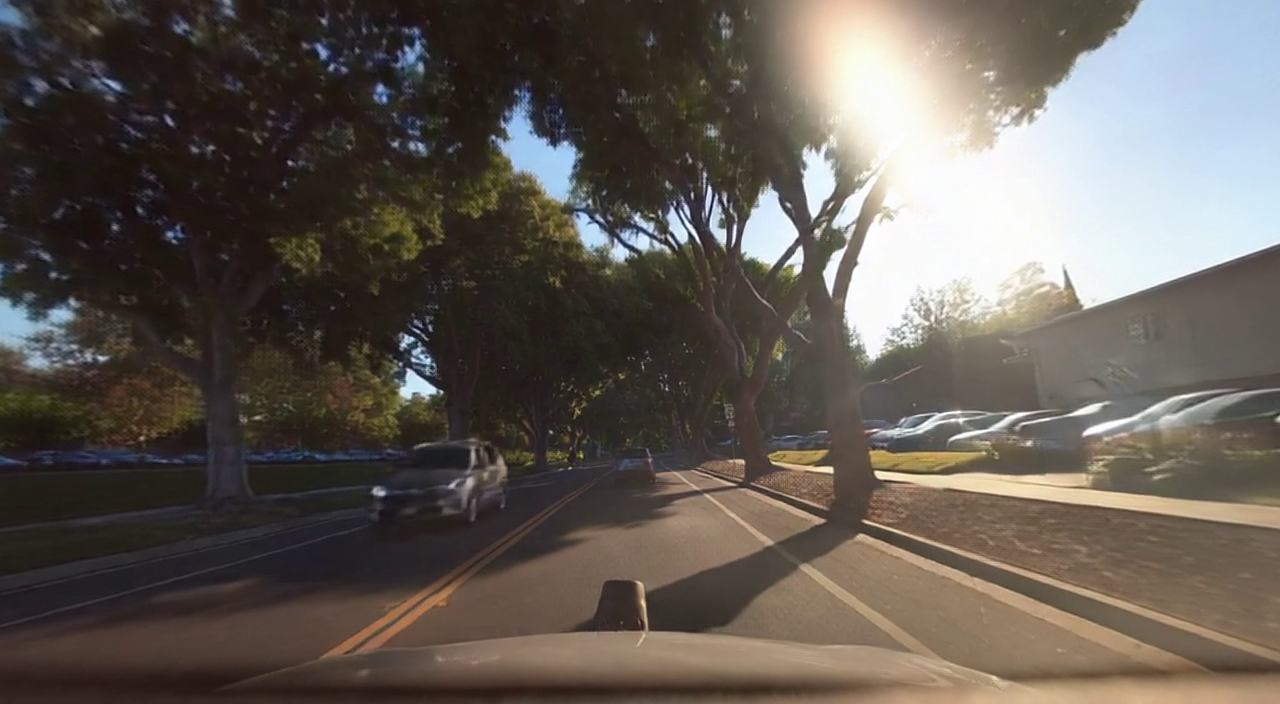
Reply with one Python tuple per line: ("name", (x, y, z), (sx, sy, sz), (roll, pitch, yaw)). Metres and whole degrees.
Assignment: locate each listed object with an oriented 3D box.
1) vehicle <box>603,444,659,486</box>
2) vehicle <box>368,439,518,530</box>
("vehicle", (-0.287, 4.662, 26.532), (2.152, 1.574, 4.223), (-1, -8, 2))
("vehicle", (-4.185, 2.841, 14.177), (2.078, 1.720, 3.822), (-1, -8, 1))
